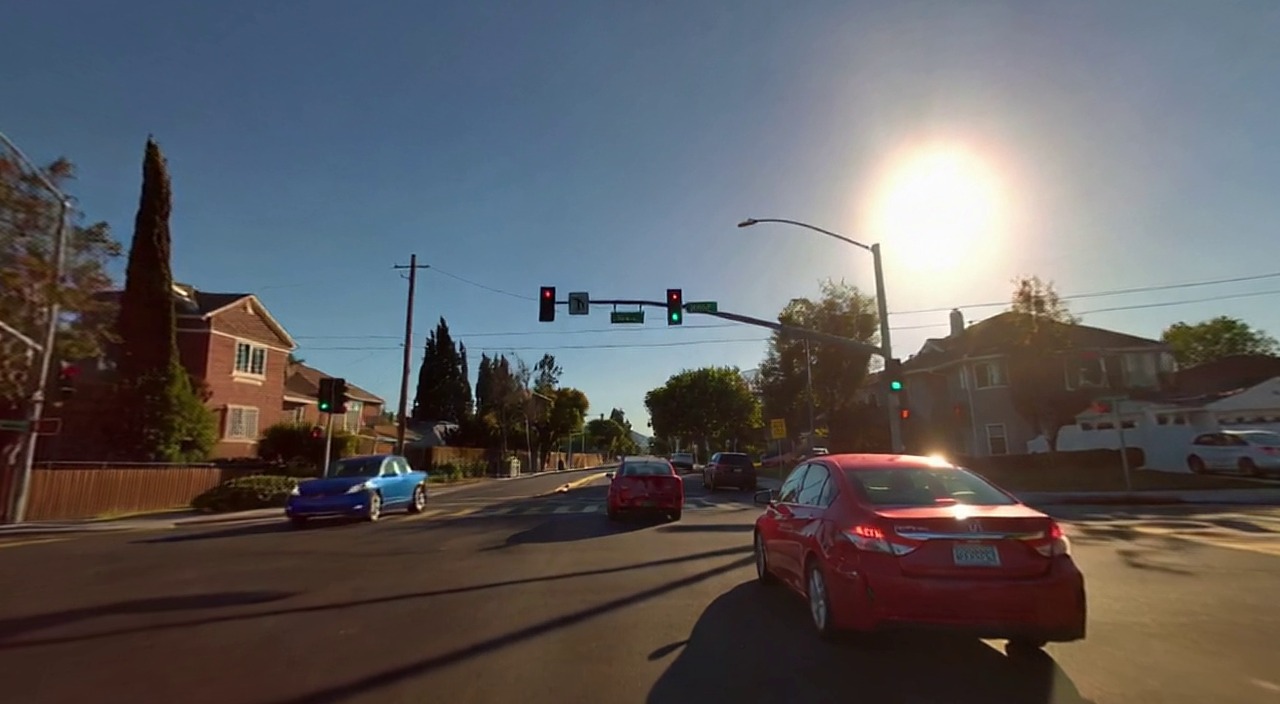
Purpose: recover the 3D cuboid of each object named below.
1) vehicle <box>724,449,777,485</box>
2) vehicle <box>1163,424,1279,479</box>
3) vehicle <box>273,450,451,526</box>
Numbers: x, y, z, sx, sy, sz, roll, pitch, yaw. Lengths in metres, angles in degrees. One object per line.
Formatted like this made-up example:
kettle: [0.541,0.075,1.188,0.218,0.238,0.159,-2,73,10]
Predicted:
vehicle: [5.487,5.746,31.922,1.891,1.611,4.269,0,-8,0]
vehicle: [22.620,3.691,23.624,1.964,1.858,4.881,0,-8,2]
vehicle: [-6.846,3.377,16.380,2.270,1.605,4.958,0,-8,1]
